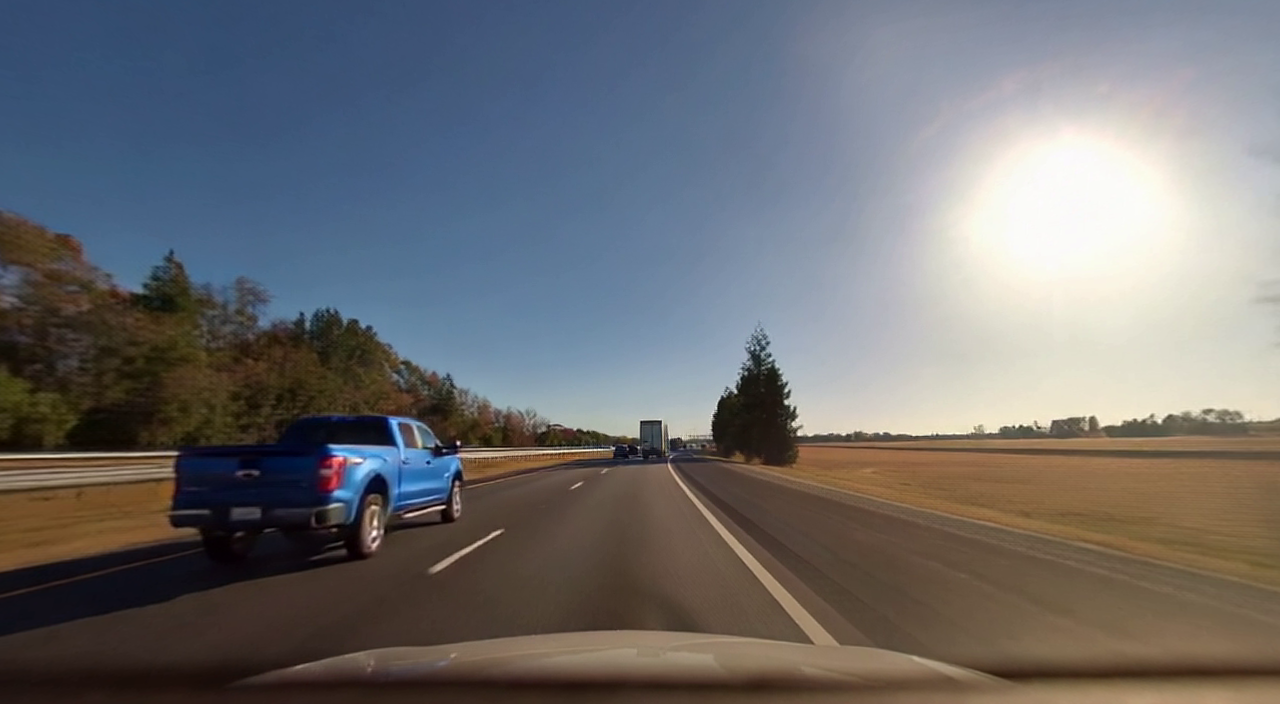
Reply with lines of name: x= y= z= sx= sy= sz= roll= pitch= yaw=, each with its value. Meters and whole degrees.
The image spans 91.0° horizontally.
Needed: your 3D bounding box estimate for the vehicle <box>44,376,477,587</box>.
vehicle: x=-3.936 y=1.486 z=7.995 sx=2.295 sy=1.815 sz=4.983 roll=0 pitch=-9 yaw=1
